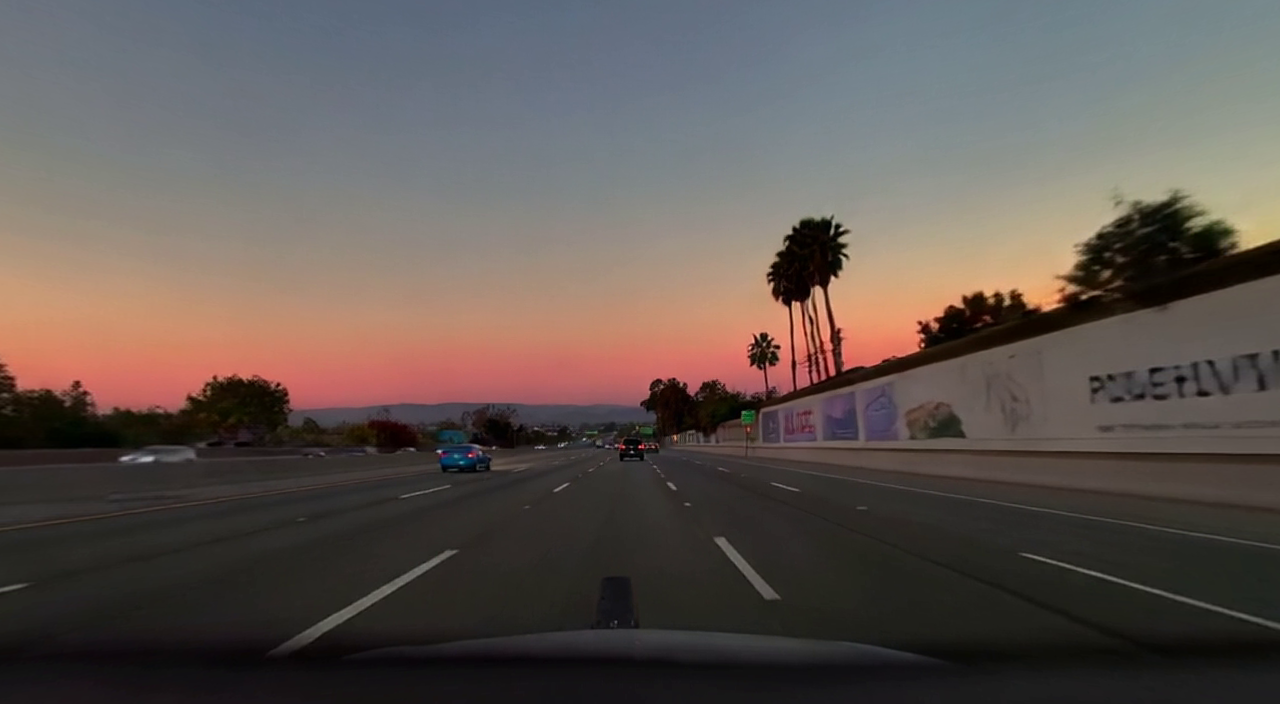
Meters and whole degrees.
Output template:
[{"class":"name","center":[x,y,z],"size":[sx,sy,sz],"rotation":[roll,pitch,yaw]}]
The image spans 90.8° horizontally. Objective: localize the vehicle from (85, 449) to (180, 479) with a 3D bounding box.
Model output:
[{"class":"vehicle","center":[-26.225,5.771,32.807],"size":[1.775,1.422,3.843],"rotation":[0,-9,-1]}]

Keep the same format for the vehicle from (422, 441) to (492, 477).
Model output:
[{"class":"vehicle","center":[-8.487,4.984,29.770],"size":[1.971,1.552,4.465],"rotation":[0,-9,0]}]
